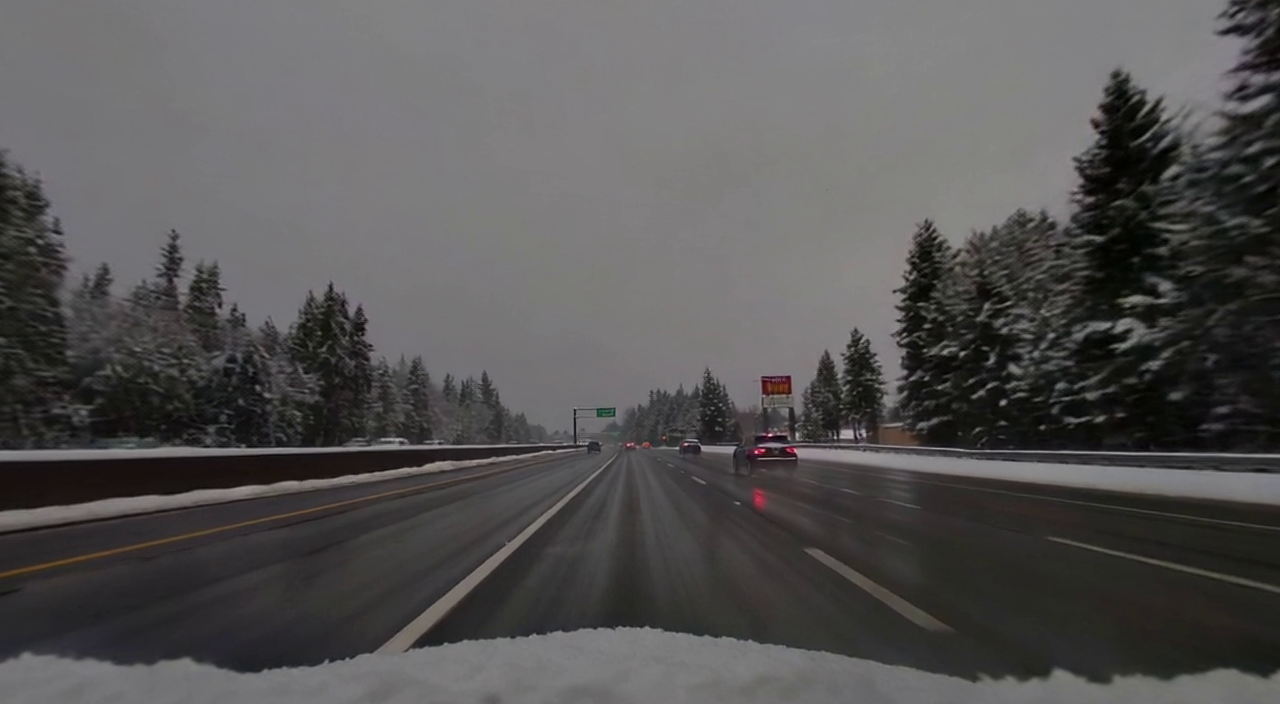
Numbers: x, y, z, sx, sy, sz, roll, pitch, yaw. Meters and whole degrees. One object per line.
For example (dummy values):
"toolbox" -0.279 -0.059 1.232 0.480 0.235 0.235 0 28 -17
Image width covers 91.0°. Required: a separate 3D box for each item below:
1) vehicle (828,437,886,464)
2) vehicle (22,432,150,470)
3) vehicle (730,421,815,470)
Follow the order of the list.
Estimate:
"vehicle" 13.920 6.357 40.651 2.072 1.611 4.387 0 -8 -2
"vehicle" -28.227 5.070 32.344 2.083 1.783 4.919 0 -8 0
"vehicle" 6.939 5.098 34.284 2.779 2.339 8.073 0 -8 -1
